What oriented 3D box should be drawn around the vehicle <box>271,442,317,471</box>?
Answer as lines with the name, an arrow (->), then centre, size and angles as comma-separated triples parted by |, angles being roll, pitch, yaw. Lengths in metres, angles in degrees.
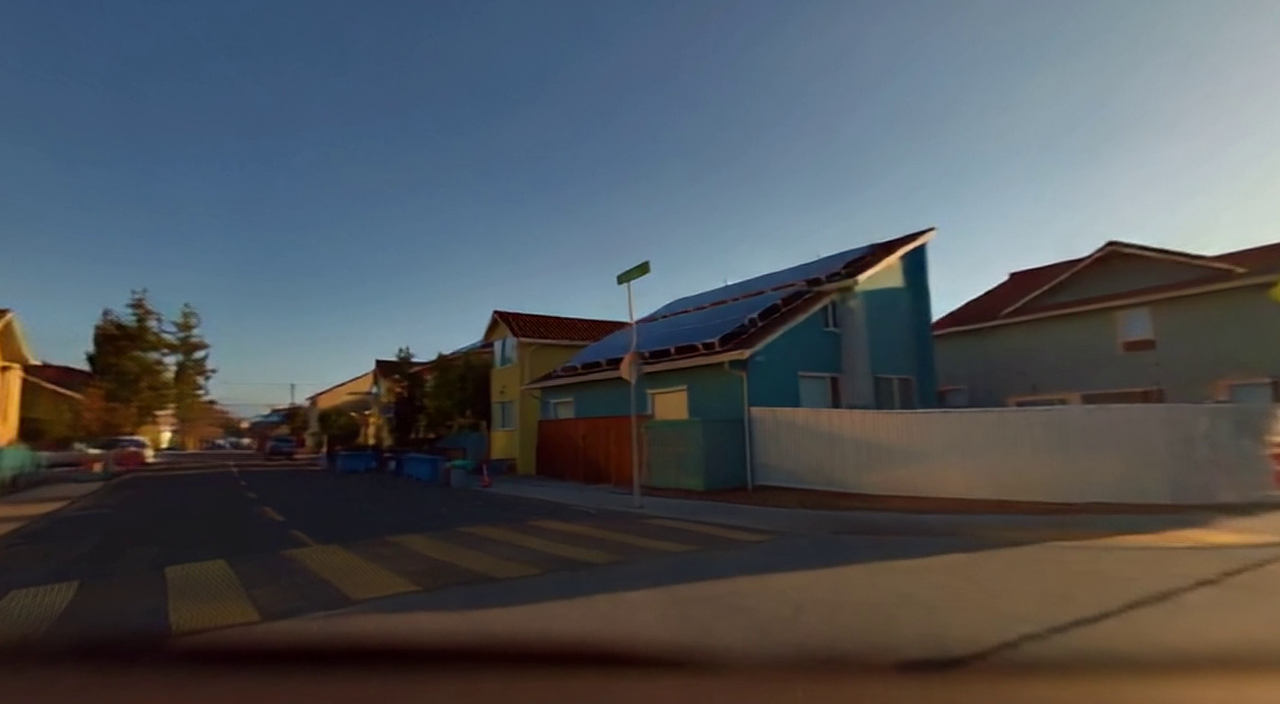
vehicle -> -20.038, 5.997, 36.381 | 1.998, 1.494, 3.927 | 5, -9, -32

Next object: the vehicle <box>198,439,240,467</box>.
vehicle -> -28.241, 6.756, 42.311 | 2.050, 1.742, 4.197 | 5, -9, -31

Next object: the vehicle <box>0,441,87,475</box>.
vehicle -> -37.225, 6.565, 38.837 | 4.205, 1.745, 2.121 | 1, -10, -29

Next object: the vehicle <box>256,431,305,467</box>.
vehicle -> -25.607, 6.823, 44.762 | 2.492, 2.319, 5.914 | 5, -9, -33
